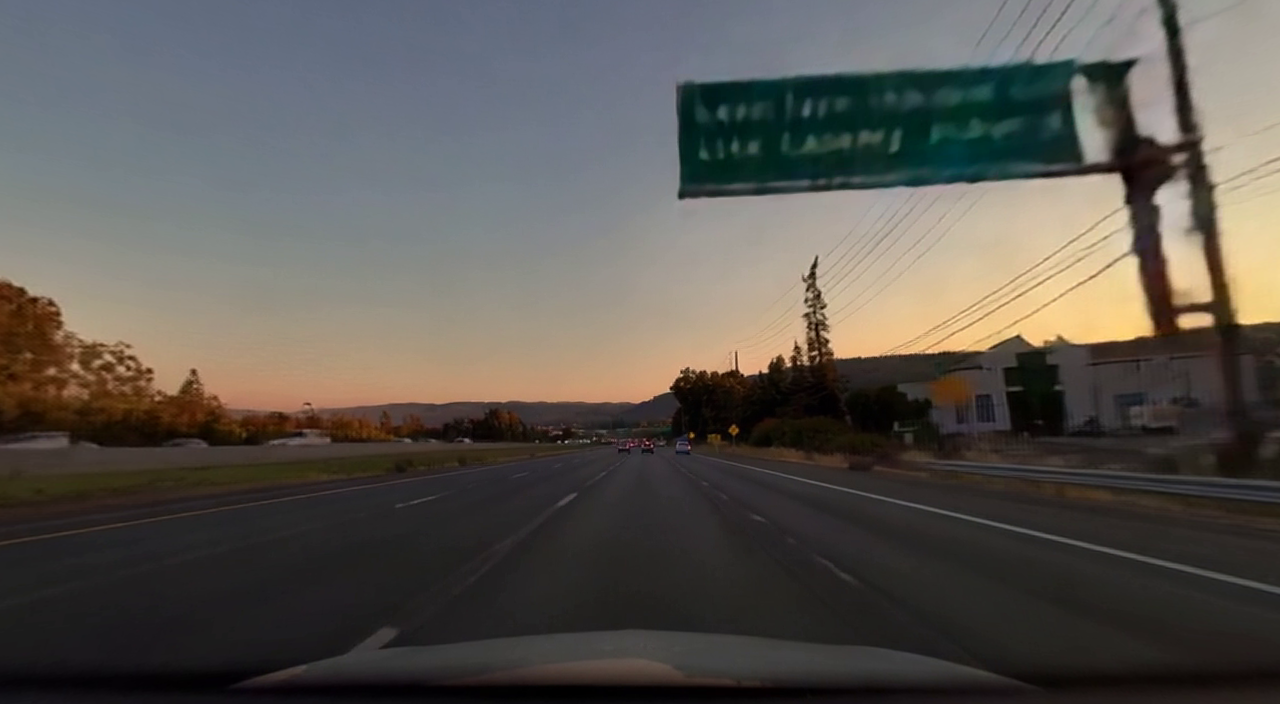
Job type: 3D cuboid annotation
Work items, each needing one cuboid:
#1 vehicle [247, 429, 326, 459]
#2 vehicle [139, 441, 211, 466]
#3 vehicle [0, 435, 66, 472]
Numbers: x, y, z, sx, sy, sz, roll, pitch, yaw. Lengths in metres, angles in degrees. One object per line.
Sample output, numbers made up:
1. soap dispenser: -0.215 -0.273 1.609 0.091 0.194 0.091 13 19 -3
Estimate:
1. vehicle: -25.758 6.734 46.302 2.273 1.991 6.035 -1 -8 1
2. vehicle: -33.819 7.374 46.031 1.819 1.650 4.549 0 -8 -1
3. vehicle: -29.940 4.751 29.579 1.806 1.648 4.438 0 -8 -1
